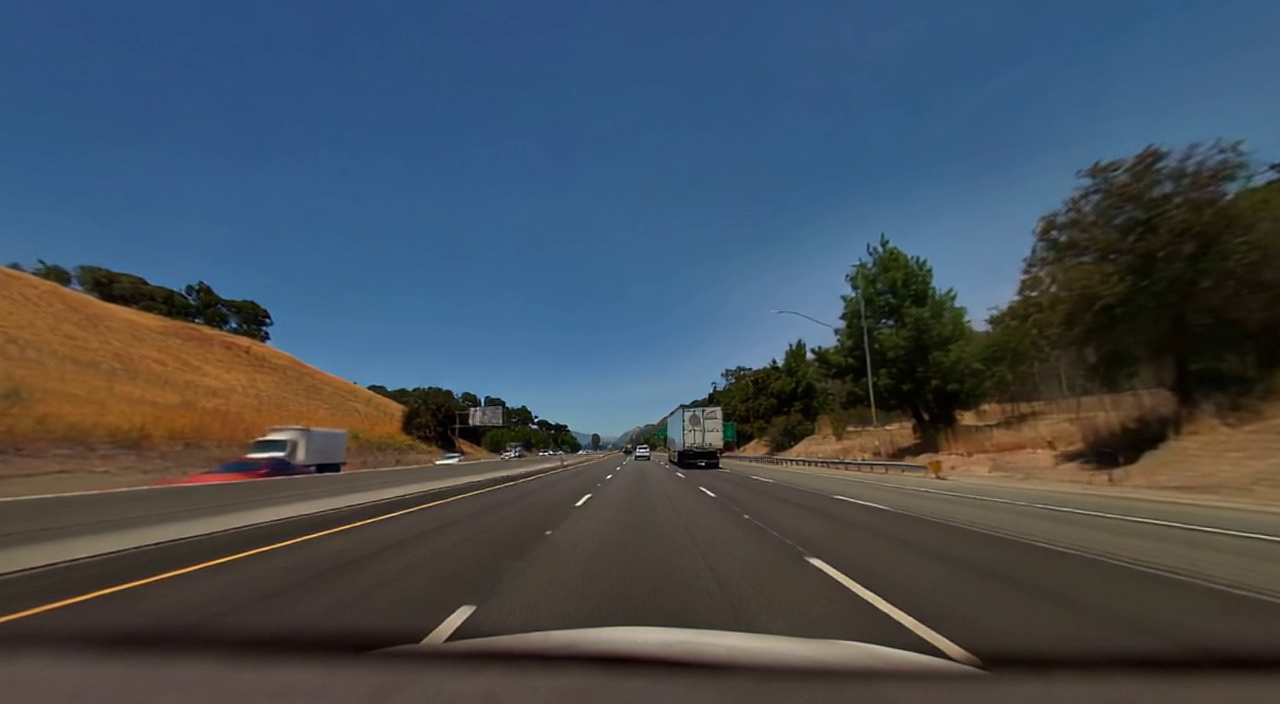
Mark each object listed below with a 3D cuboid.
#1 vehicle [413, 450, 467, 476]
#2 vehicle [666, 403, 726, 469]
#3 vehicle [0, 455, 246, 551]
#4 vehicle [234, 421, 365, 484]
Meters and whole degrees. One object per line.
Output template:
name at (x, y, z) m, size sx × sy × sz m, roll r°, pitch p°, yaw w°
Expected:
vehicle at (-13.814, 7.683, 43.885) m, size 2.171 × 1.691 × 4.552 m, roll 0°, pitch -9°, yaw 1°
vehicle at (3.880, 6.547, 47.937) m, size 3.028 × 4.181 × 15.972 m, roll 0°, pitch -9°, yaw 0°
vehicle at (-10.360, 2.829, 12.585) m, size 1.933 × 1.504 × 4.606 m, roll 0°, pitch -9°, yaw 1°
vehicle at (-21.546, 6.493, 40.771) m, size 2.969 × 3.586 × 9.558 m, roll 0°, pitch -9°, yaw 1°
